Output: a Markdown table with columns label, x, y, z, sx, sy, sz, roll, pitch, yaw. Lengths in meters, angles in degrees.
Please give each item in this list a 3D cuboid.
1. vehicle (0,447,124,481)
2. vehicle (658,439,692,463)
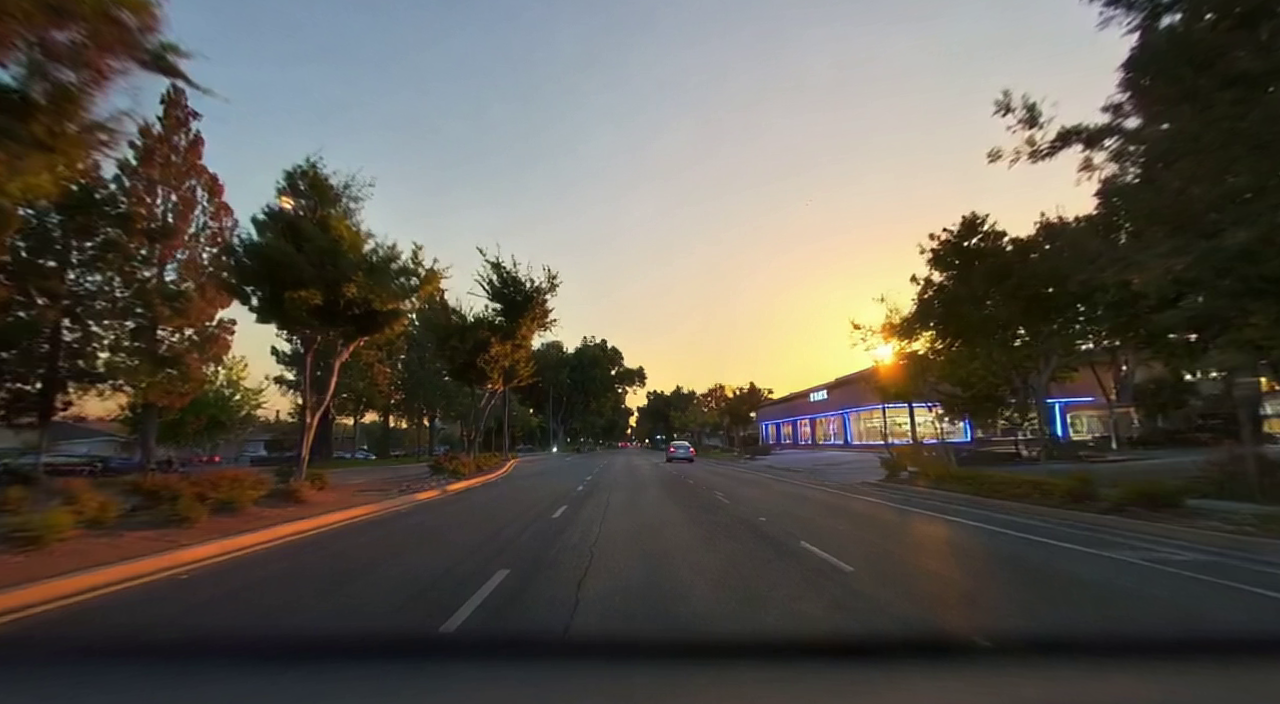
| label | x | y | z | sx | sy | sz | roll | pitch | yaw |
| --- | --- | --- | --- | --- | --- | --- | --- | --- | --- |
| vehicle | -40.280 | 7.812 | 43.955 | 6.106 | 2.040 | 2.476 | -2 | -8 | -2 |
| vehicle | 2.475 | 7.107 | 45.331 | 2.020 | 1.681 | 4.248 | 0 | -8 | -2 |
